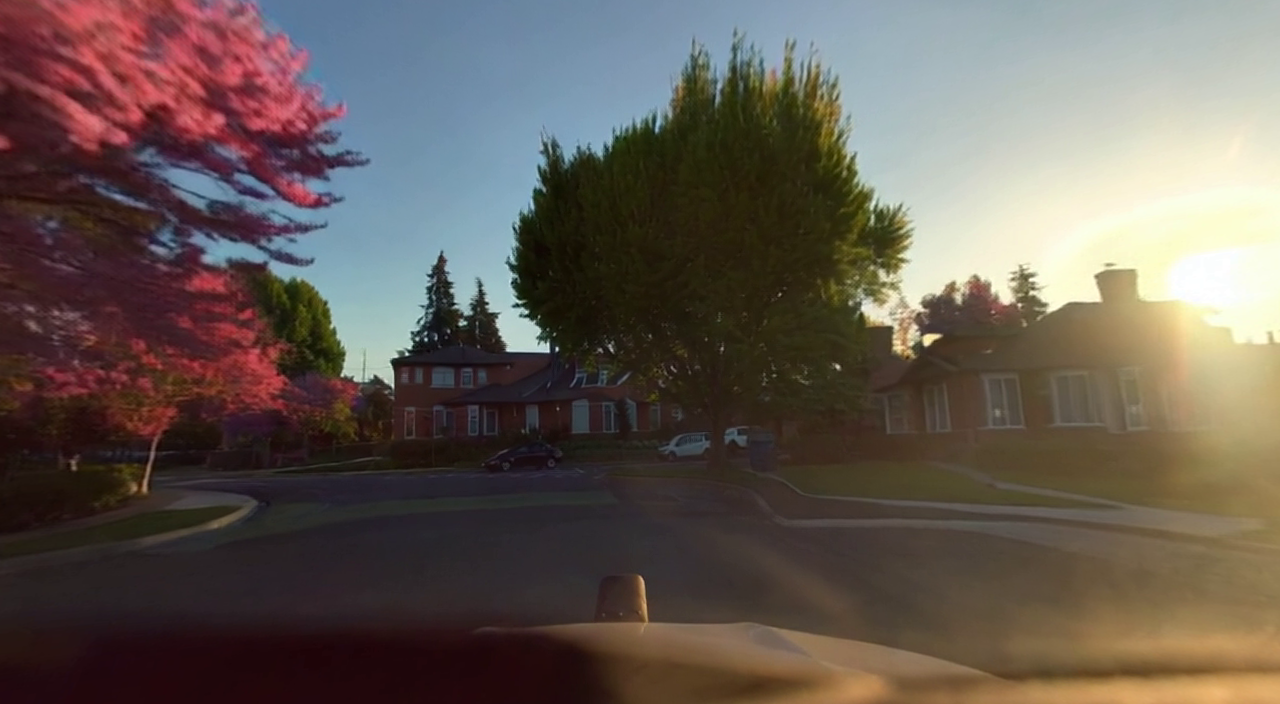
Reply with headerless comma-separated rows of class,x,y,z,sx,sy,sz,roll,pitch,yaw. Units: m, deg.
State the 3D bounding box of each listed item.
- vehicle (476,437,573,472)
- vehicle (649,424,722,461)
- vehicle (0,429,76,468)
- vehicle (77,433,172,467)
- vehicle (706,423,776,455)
vehicle,-6.290,5.650,34.832,4.815,1.827,2.147,-1,-9,7
vehicle,2.835,5.445,38.441,2.310,1.701,4.280,-4,-2,39
vehicle,-29.089,4.439,29.041,4.435,1.707,2.046,-1,-9,5
vehicle,-28.365,5.380,34.772,4.237,1.728,2.203,-4,-10,24
vehicle,6.173,5.307,38.203,2.152,1.773,4.495,-7,-11,39
